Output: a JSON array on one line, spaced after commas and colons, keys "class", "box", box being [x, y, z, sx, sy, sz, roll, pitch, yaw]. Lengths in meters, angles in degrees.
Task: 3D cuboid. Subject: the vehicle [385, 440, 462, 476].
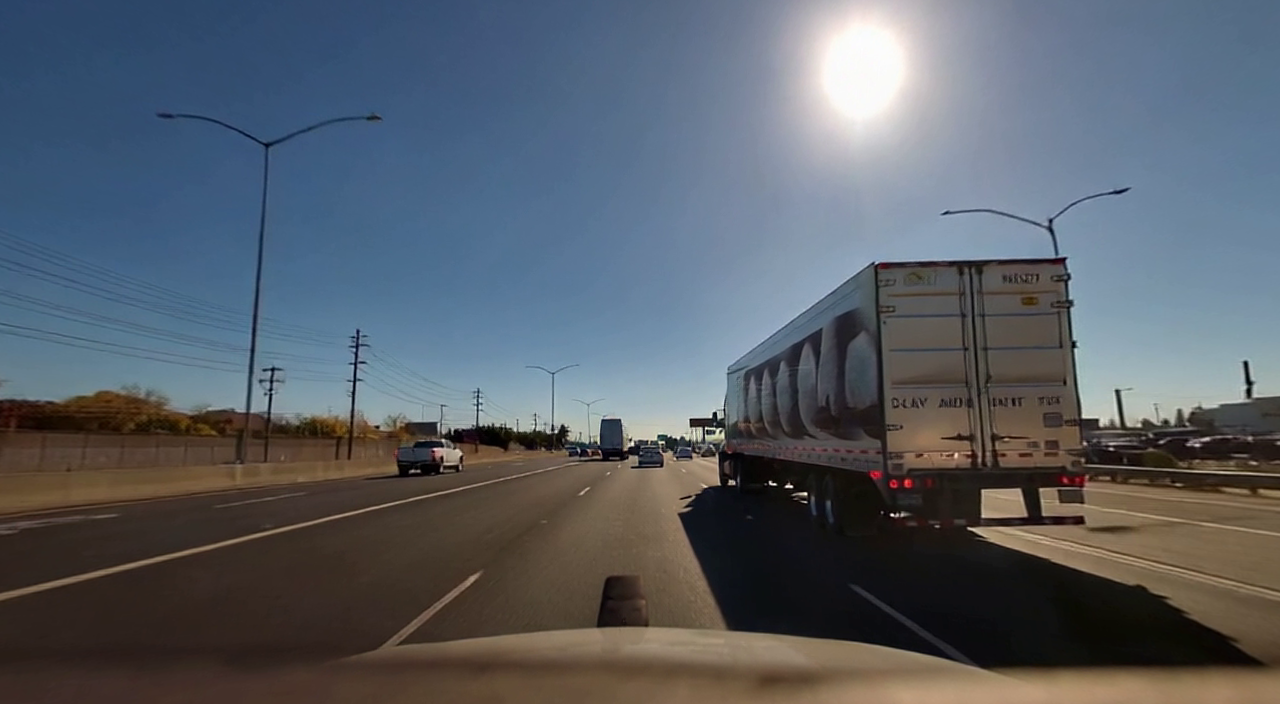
[{"class": "vehicle", "box": [-10.839, 5.327, 31.982, 2.097, 1.673, 4.730, 0, -8, 2]}]

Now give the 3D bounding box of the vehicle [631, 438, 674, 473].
[{"class": "vehicle", "box": [0.664, 5.767, 35.451, 2.279, 1.837, 4.747, 0, -8, 0]}]
